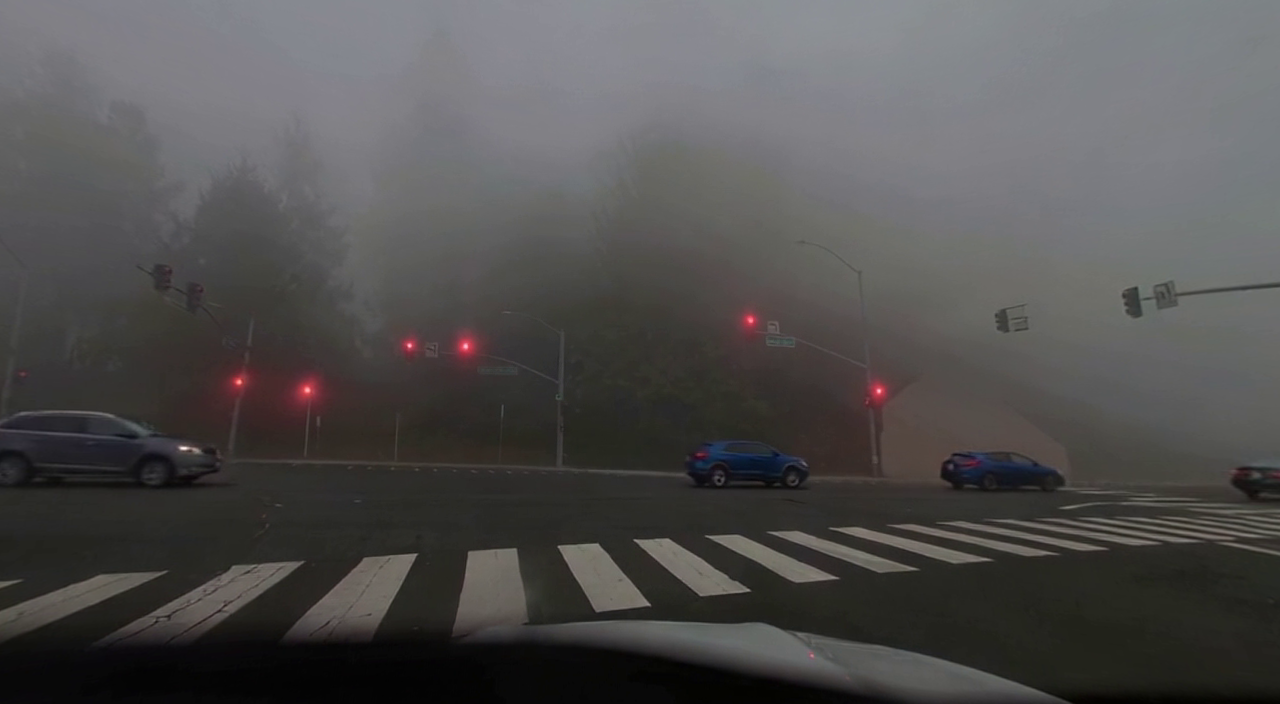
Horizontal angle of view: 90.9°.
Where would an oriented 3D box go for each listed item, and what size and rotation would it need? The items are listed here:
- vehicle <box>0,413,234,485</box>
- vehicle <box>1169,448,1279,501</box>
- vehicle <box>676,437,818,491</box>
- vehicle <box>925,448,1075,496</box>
[{"bbox_3d":[-14.490,2.667,17.280,5.155,1.784,2.174,4,-9,-18],"label":"vehicle"},{"bbox_3d":[19.796,3.852,20.164,4.952,1.511,1.855,2,-9,-17],"label":"vehicle"},{"bbox_3d":[3.900,4.065,23.253,4.708,1.810,1.986,3,-9,-17],"label":"vehicle"},{"bbox_3d":[12.500,4.115,21.961,4.475,1.496,1.861,2,-9,-17],"label":"vehicle"}]
